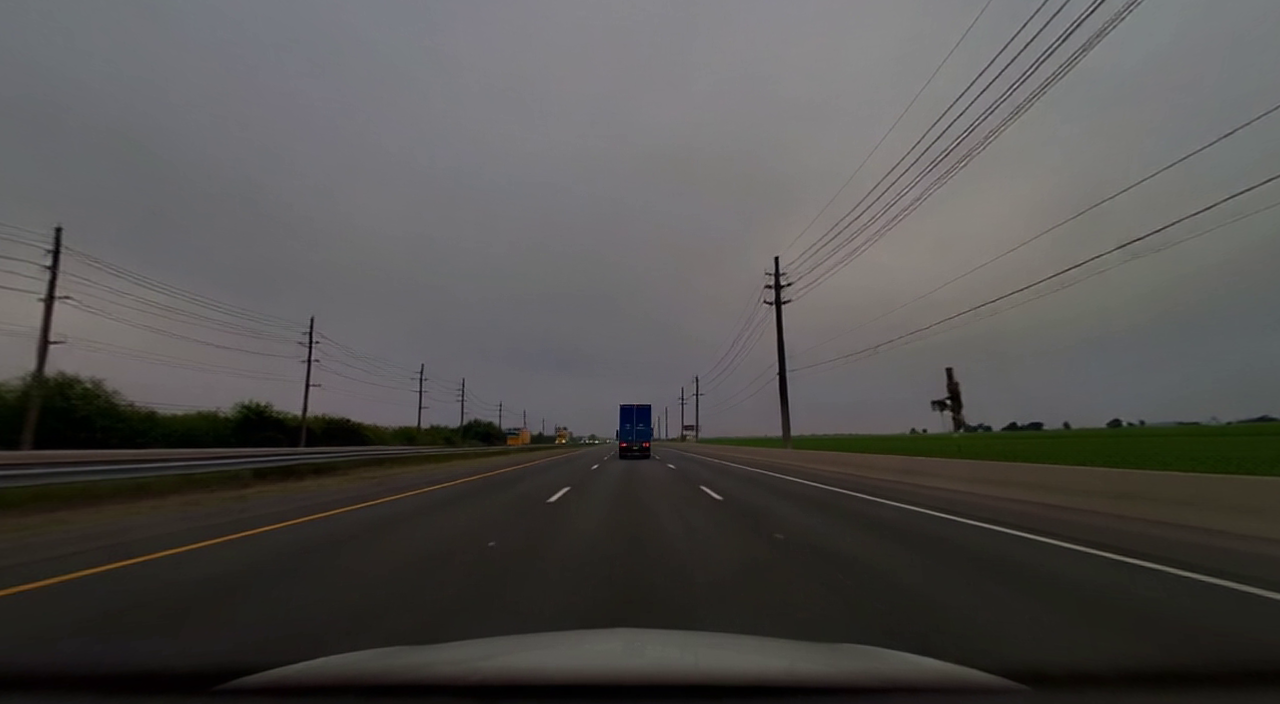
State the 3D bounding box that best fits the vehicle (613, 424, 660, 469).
[{"bbox_3d":[-0.263,4.885,32.753,2.240,2.129,4.480,0,-8,-2],"label":"vehicle"}]
